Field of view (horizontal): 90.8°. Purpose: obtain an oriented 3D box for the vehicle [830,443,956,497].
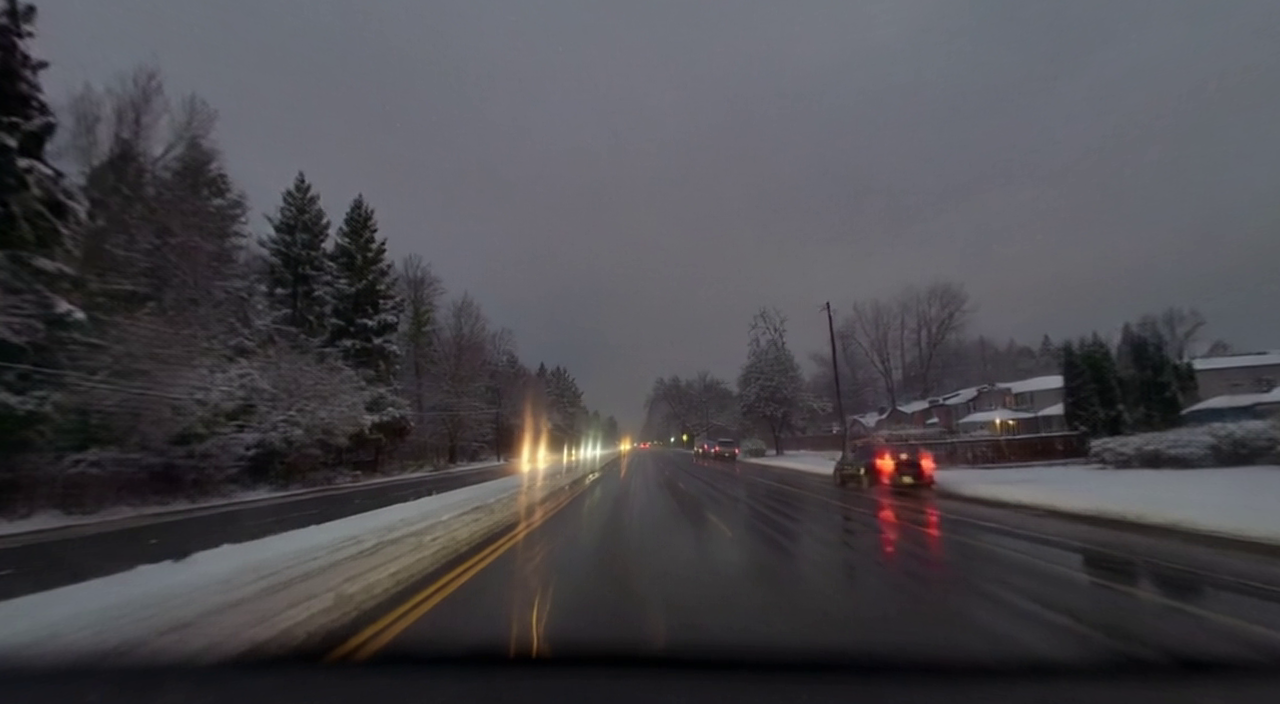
[{"bbox_3d":[7.613,3.588,19.618,1.967,1.449,4.645,0,-9,0],"label":"vehicle"}]
